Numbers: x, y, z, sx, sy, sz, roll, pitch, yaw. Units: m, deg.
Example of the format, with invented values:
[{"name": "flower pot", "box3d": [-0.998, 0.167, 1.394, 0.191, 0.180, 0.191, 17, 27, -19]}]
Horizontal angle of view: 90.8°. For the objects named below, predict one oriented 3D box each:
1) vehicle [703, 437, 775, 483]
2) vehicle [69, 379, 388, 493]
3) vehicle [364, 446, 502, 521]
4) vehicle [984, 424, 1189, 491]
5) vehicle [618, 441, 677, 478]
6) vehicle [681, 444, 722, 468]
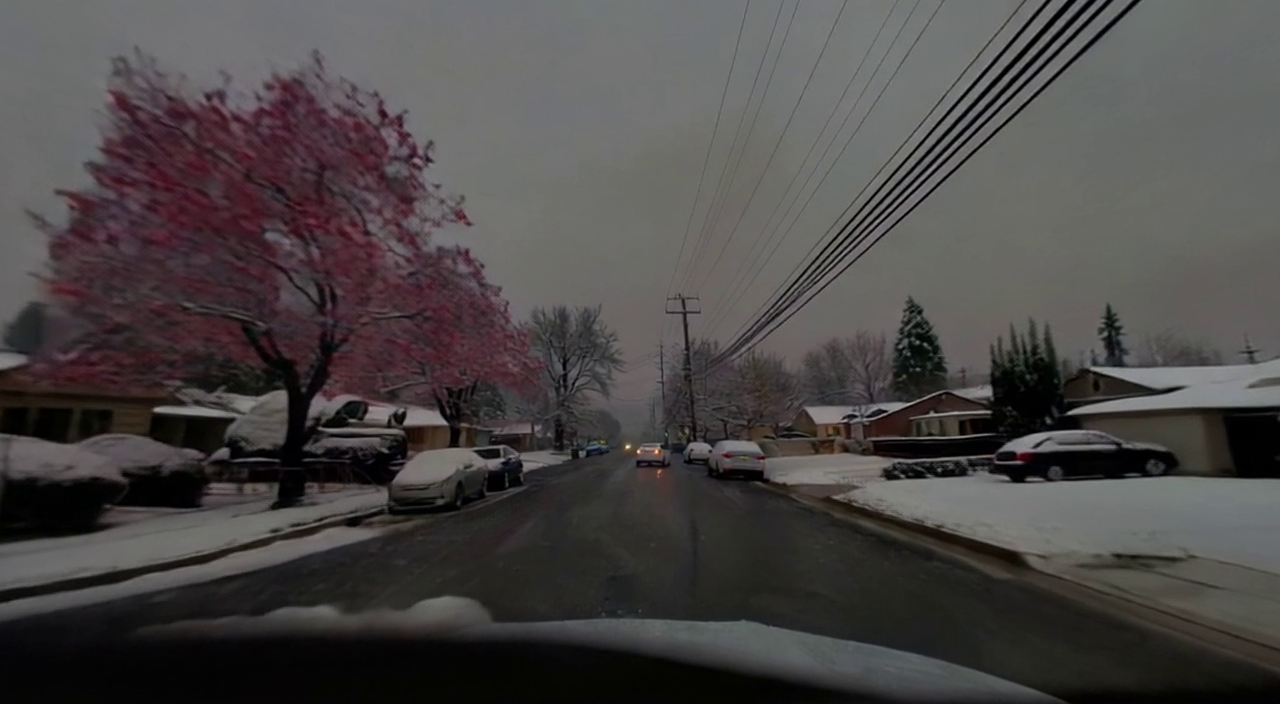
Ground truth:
[{"name": "vehicle", "box3d": [3.832, 4.267, 25.264, 2.103, 1.679, 4.386, 0, -9, -1]}, {"name": "vehicle", "box3d": [-13.047, 2.754, 20.659, 8.239, 3.354, 2.902, 1, -9, 1]}, {"name": "vehicle", "box3d": [-4.849, 3.099, 15.539, 1.874, 1.413, 4.442, 0, -7, 0]}, {"name": "vehicle", "box3d": [12.346, 2.932, 17.729, 4.186, 1.748, 1.992, 0, -8, 1]}, {"name": "vehicle", "box3d": [0.432, 4.574, 27.246, 2.075, 1.449, 4.526, -1, -9, 7]}, {"name": "vehicle", "box3d": [3.961, 6.787, 41.545, 2.006, 1.489, 4.753, 0, -8, -2]}]
